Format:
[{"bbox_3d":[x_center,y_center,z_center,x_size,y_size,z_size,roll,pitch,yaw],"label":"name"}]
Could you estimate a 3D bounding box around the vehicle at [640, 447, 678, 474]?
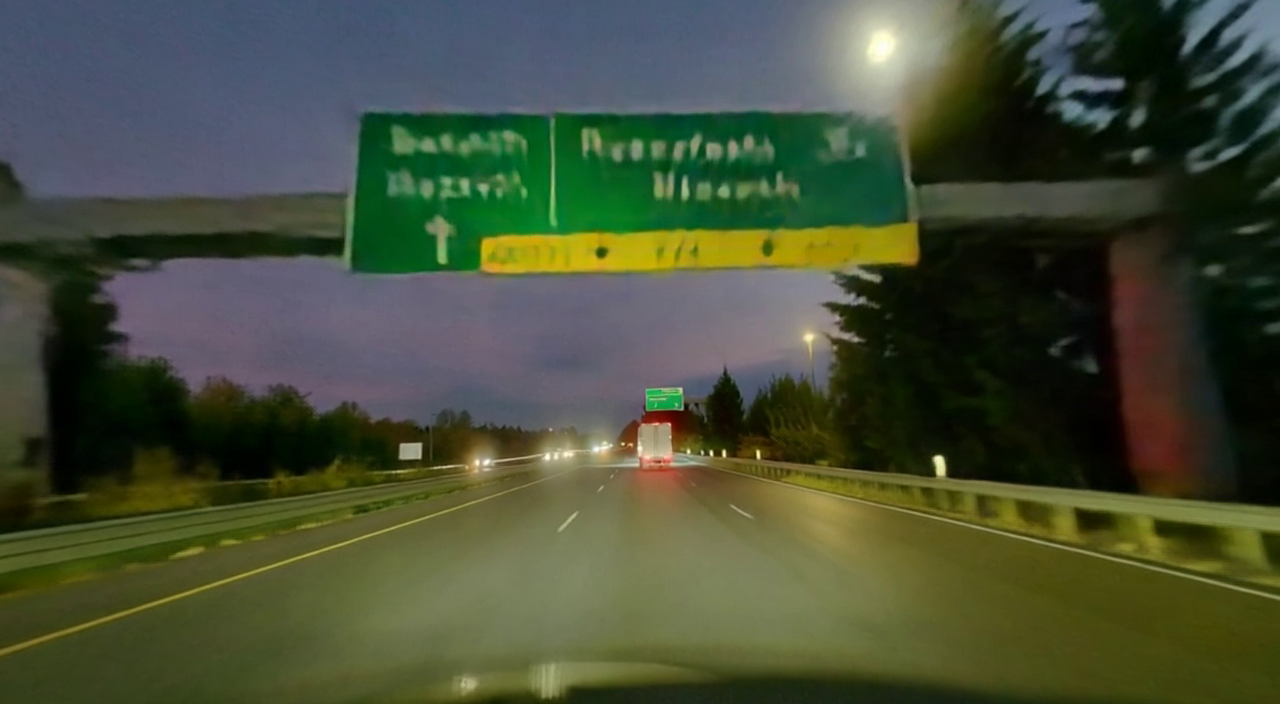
[{"bbox_3d":[1.047,6.265,36.620,2.036,1.457,3.471,0,-9,-1],"label":"vehicle"}]
